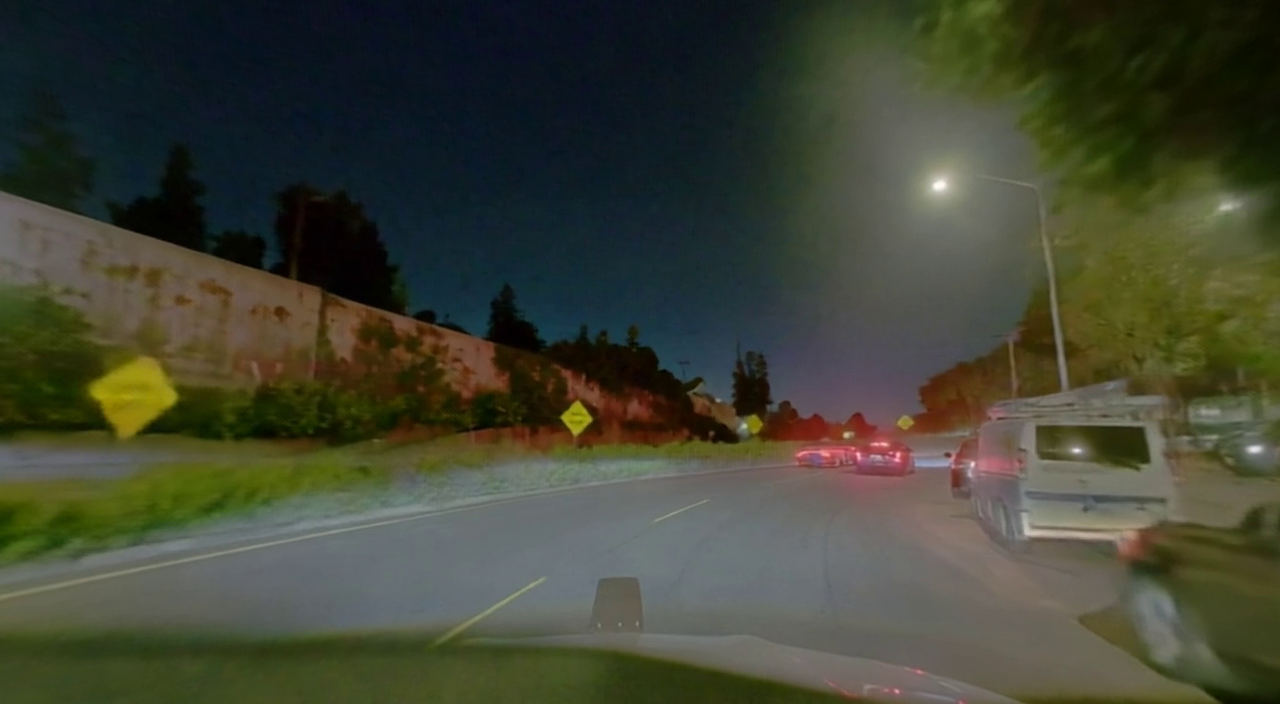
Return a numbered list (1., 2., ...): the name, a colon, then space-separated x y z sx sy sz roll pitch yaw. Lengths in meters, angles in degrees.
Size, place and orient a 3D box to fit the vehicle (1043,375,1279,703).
1. vehicle: 3.538 0.783 1.671 2.195 1.605 5.134 -1 -8 9
